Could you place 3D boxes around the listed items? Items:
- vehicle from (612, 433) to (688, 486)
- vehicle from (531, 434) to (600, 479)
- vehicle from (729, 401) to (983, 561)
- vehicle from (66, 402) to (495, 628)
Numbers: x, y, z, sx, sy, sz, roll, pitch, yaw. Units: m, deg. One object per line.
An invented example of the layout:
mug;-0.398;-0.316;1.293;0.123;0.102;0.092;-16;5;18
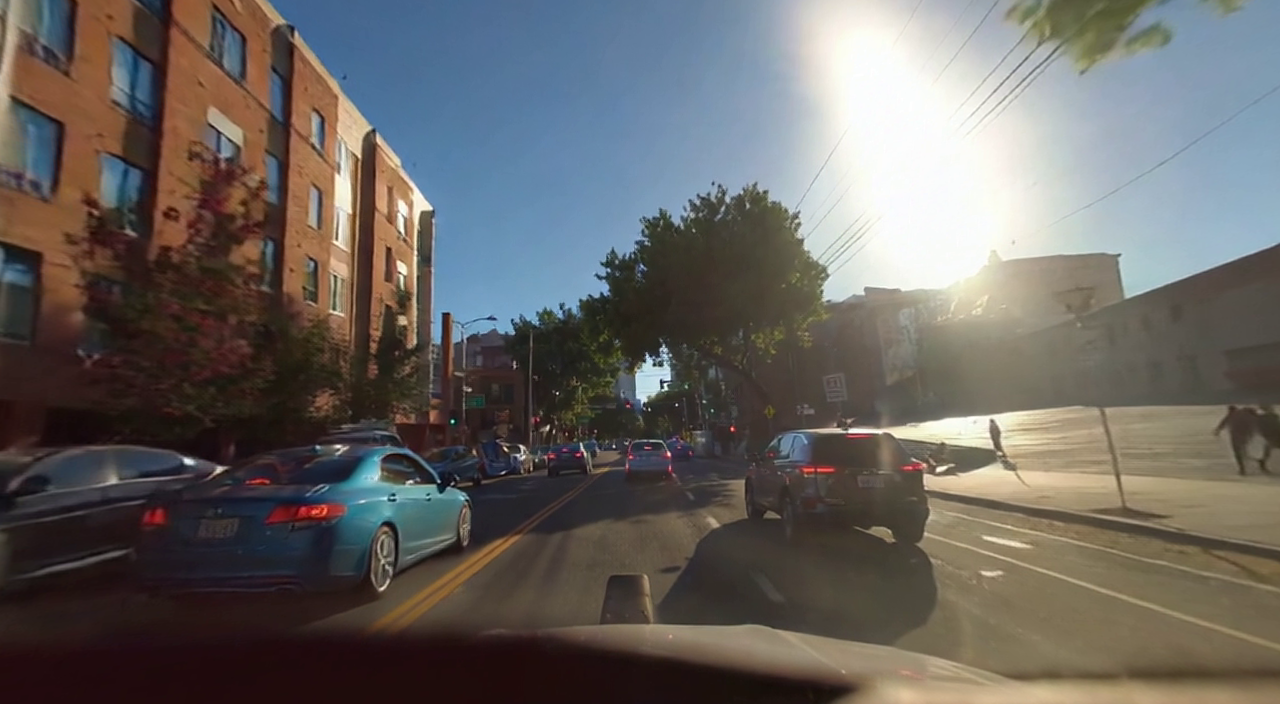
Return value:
vehicle;0.270;3.359;19.928;2.139;1.466;4.373;0;-8;0
vehicle;-2.751;3.987;24.291;2.019;1.507;4.643;0;-8;1
vehicle;2.657;1.724;9.097;2.094;1.709;4.394;0;-8;0
vehicle;-3.084;1.482;6.633;2.085;1.619;3.976;-1;-8;1
